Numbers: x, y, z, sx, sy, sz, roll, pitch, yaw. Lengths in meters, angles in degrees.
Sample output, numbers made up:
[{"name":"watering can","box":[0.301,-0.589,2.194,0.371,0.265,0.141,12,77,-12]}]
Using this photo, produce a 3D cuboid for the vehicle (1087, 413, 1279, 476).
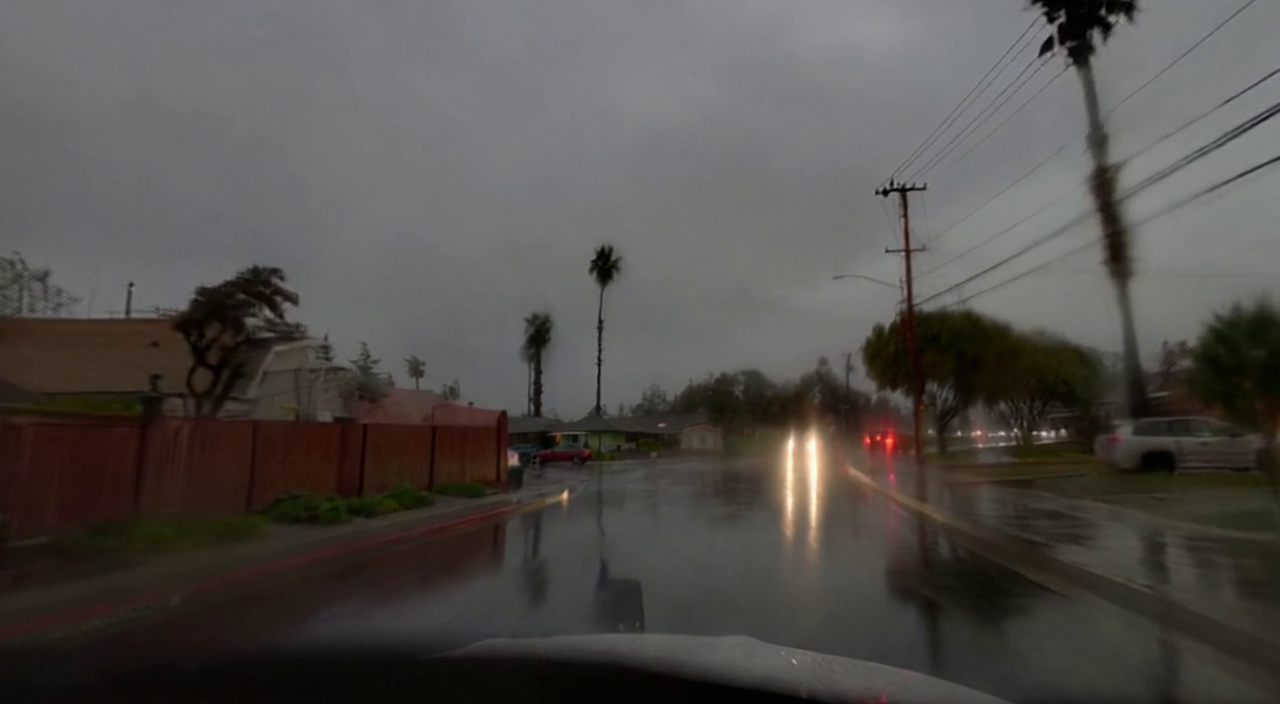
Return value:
[{"name":"vehicle","box":[14.557,2.354,16.083,4.641,1.498,2.001,-1,-9,8]}]

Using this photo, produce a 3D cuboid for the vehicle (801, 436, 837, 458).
[{"name":"vehicle","box":[14.128,7.485,49.647,1.955,1.632,3.688,-4,-9,26]}]

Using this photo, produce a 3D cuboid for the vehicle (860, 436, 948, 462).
[{"name":"vehicle","box":[15.304,5.654,36.770,4.531,1.447,1.814,-4,-10,21]}]
